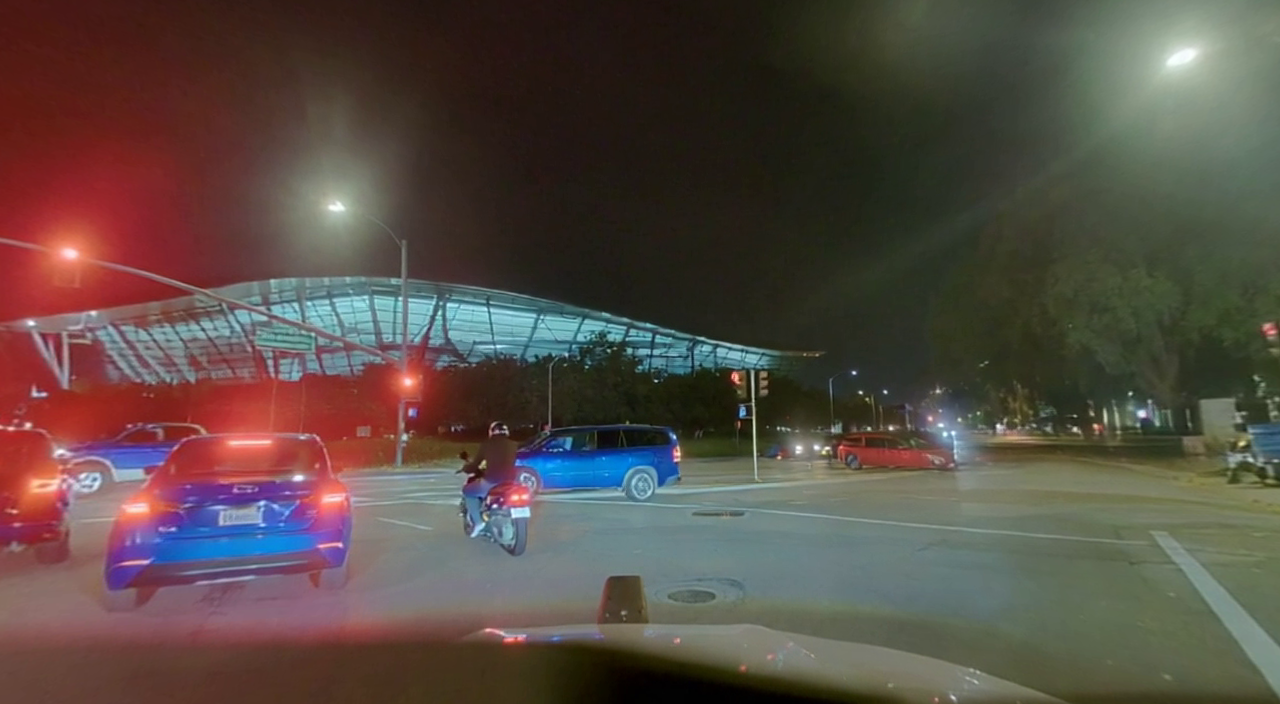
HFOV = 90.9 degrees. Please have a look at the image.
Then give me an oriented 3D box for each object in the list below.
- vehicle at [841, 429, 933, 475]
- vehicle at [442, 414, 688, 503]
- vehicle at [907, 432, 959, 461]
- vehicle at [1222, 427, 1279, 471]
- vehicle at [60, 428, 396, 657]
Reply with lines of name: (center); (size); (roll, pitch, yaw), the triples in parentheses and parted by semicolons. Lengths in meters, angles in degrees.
vehicle: (10.097, 4.006, 25.583); (2.084, 1.656, 4.583); (-7, -10, 38)
vehicle: (-1.955, 2.631, 16.078); (5.833, 1.960, 2.341); (2, -9, -17)
vehicle: (16.809, 5.402, 36.090); (2.024, 1.543, 4.028); (-6, -10, 32)
vehicle: (22.999, 3.480, 22.810); (1.872, 1.467, 4.385); (-5, -10, 31)
vehicle: (-4.128, 1.558, 6.388); (2.009, 1.450, 4.182); (5, -10, -36)
